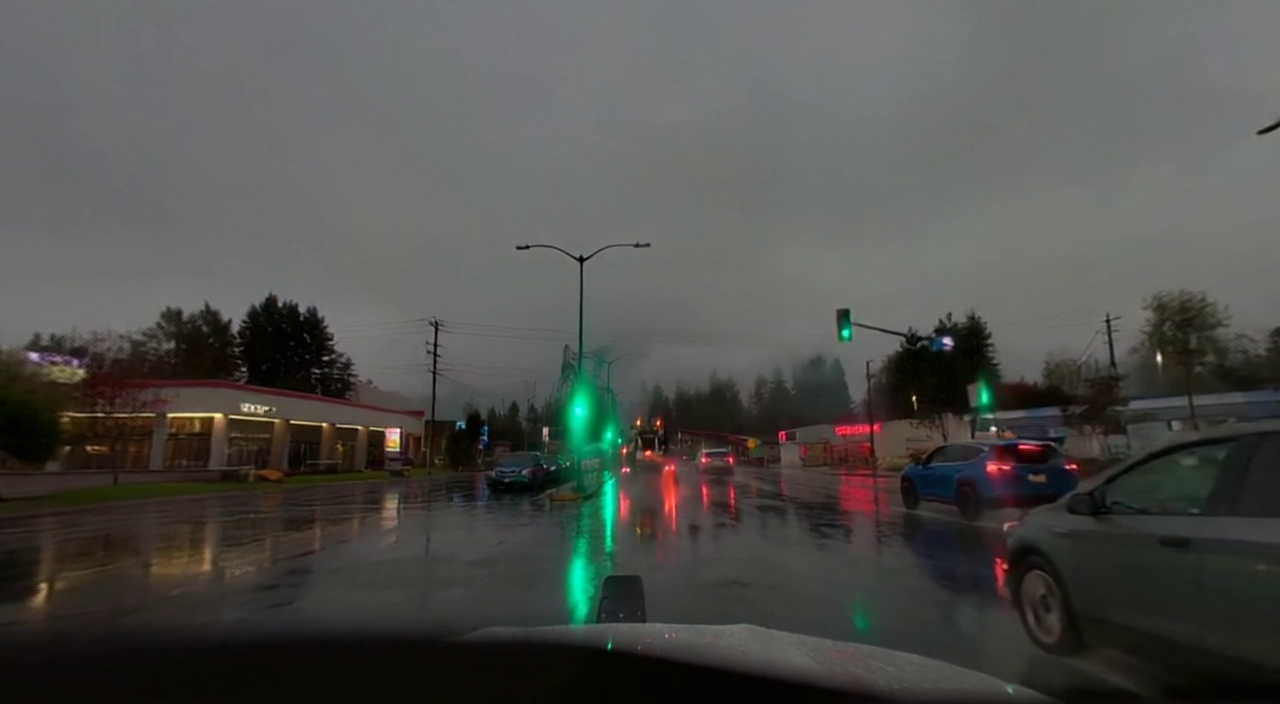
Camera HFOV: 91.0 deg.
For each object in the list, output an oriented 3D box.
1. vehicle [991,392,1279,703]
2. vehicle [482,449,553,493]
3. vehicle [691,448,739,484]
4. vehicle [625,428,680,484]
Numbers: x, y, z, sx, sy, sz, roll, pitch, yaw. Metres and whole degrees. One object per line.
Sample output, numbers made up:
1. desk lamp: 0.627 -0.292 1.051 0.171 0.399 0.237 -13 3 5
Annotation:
1. vehicle: 3.568 0.983 2.538 2.025 1.618 3.949 0 -9 1
2. vehicle: -4.690 4.596 24.753 2.001 1.518 4.316 0 -9 -1
3. vehicle: 3.926 6.046 33.793 2.025 1.754 4.311 0 -9 0
4. vehicle: 0.549 5.167 31.527 2.370 2.518 3.858 -1 -8 -3
